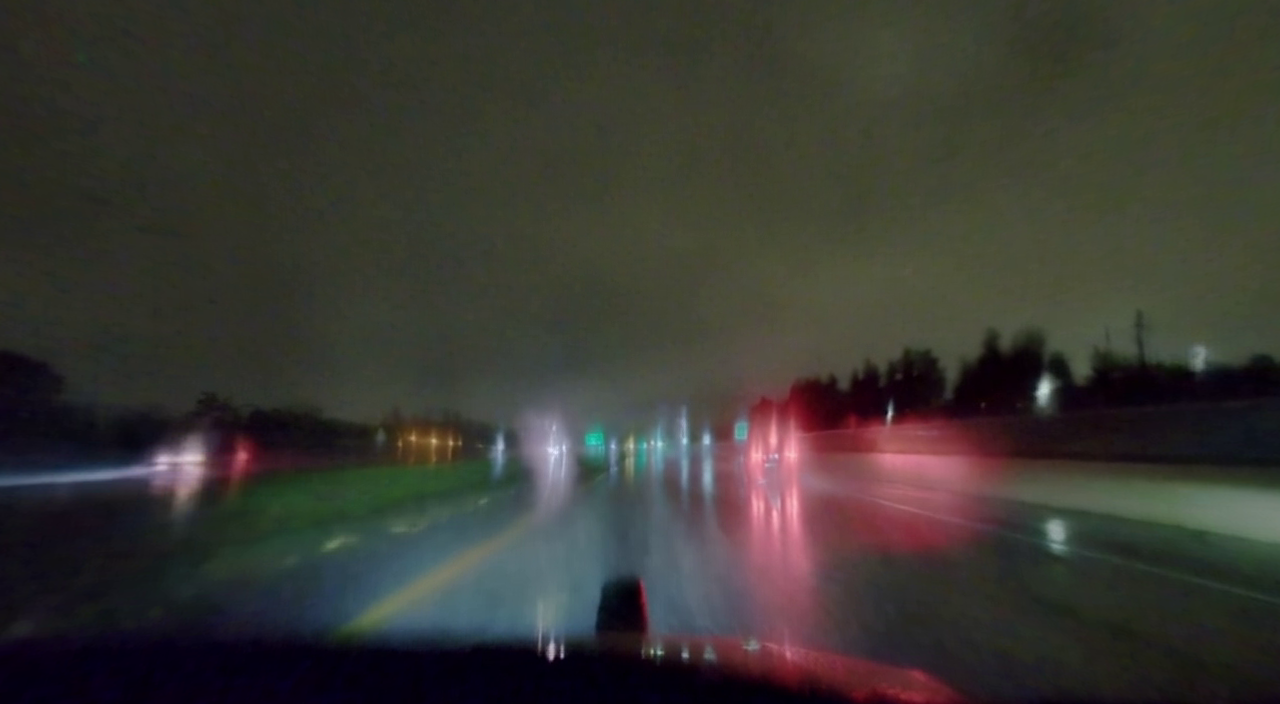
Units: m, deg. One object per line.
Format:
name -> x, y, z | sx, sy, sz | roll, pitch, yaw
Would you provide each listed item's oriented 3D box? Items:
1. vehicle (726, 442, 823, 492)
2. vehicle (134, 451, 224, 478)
vehicle -> 4.125, 3.588, 20.062 | 2.124, 1.405, 4.398 | 0, -8, 0
vehicle -> -28.877, 7.035, 39.525 | 1.906, 1.518, 4.817 | 0, -8, 1
